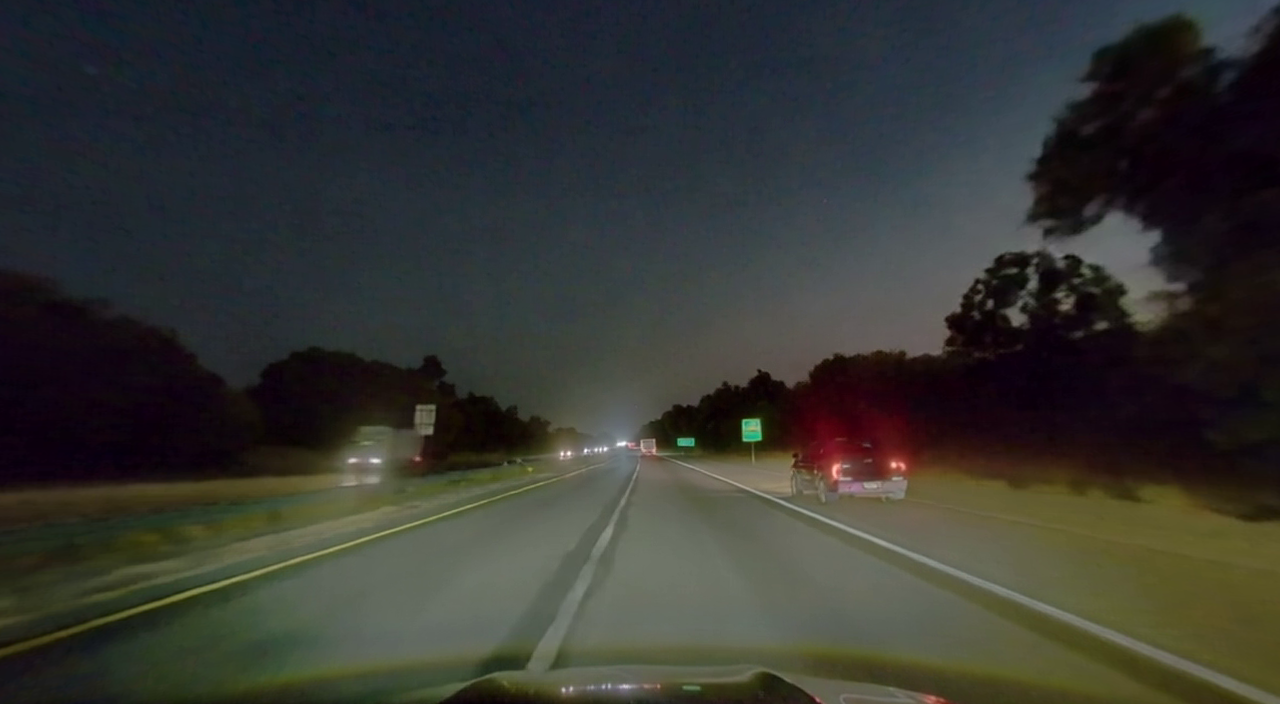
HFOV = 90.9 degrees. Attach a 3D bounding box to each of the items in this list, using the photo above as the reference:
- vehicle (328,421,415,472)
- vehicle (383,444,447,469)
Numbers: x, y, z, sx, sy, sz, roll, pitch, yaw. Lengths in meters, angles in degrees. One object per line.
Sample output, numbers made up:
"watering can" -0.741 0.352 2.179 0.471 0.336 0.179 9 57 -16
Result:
"vehicle" -15.068 5.376 35.813 2.205 2.628 5.912 0 -9 1
"vehicle" -15.000 6.974 42.372 2.412 1.559 4.857 0 -9 1
